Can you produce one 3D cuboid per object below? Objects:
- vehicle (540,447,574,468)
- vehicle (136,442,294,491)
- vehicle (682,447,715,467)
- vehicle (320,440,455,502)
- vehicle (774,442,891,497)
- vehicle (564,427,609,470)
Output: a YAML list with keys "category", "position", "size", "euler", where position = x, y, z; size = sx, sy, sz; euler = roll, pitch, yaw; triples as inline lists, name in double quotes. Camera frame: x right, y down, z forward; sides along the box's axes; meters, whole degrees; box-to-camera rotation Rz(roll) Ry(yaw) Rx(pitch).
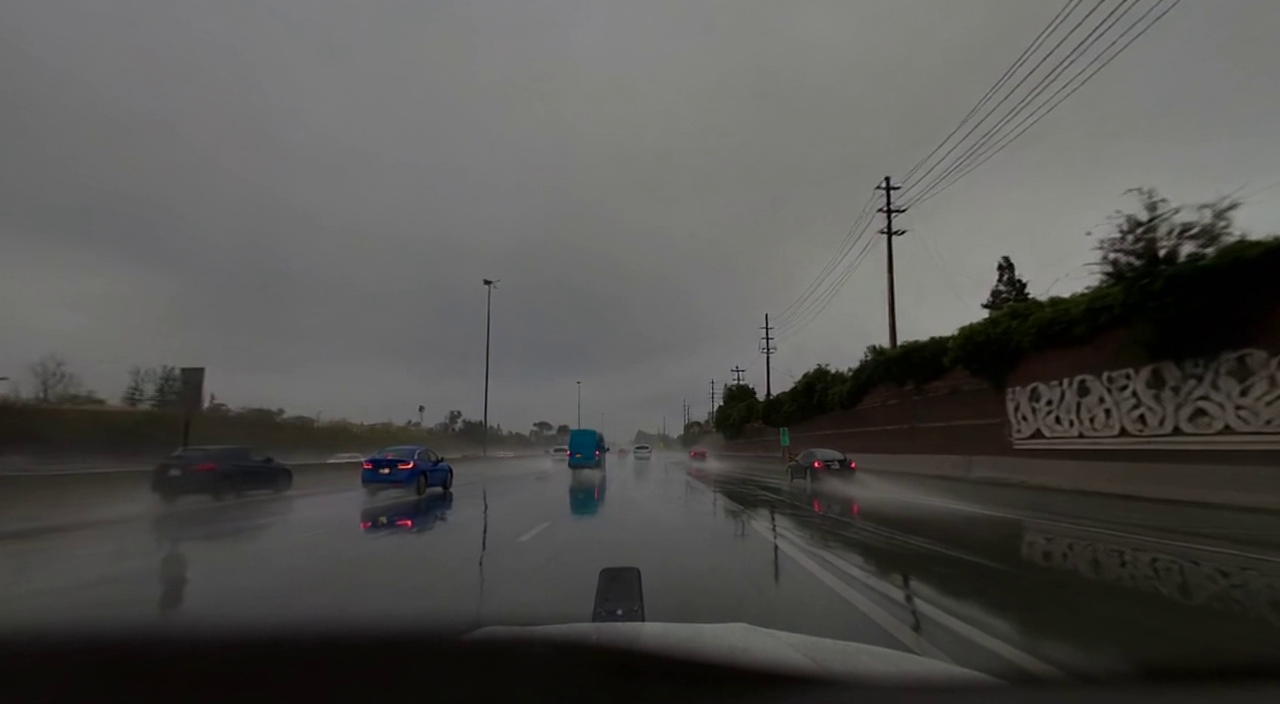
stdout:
- category: "vehicle"
  position: [-6.319, 8.033, 48.178]
  size: [1.944, 1.490, 4.442]
  euler: [0, -9, 0]
- category: "vehicle"
  position: [-14.771, 3.989, 22.365]
  size: [2.039, 1.538, 5.037]
  euler: [0, -9, 1]
- category: "vehicle"
  position: [4.462, 8.153, 49.034]
  size: [2.095, 1.504, 4.536]
  euler: [0, -9, -1]
- category: "vehicle"
  position: [-6.982, 3.323, 18.018]
  size: [1.967, 1.525, 4.458]
  euler: [0, -9, 1]
- category: "vehicle"
  position: [5.656, 3.510, 19.197]
  size: [2.052, 1.470, 4.364]
  euler: [0, -9, -2]
- category: "vehicle"
  position: [-3.438, 6.429, 41.891]
  size: [2.395, 2.660, 5.827]
  euler: [0, -9, 1]
